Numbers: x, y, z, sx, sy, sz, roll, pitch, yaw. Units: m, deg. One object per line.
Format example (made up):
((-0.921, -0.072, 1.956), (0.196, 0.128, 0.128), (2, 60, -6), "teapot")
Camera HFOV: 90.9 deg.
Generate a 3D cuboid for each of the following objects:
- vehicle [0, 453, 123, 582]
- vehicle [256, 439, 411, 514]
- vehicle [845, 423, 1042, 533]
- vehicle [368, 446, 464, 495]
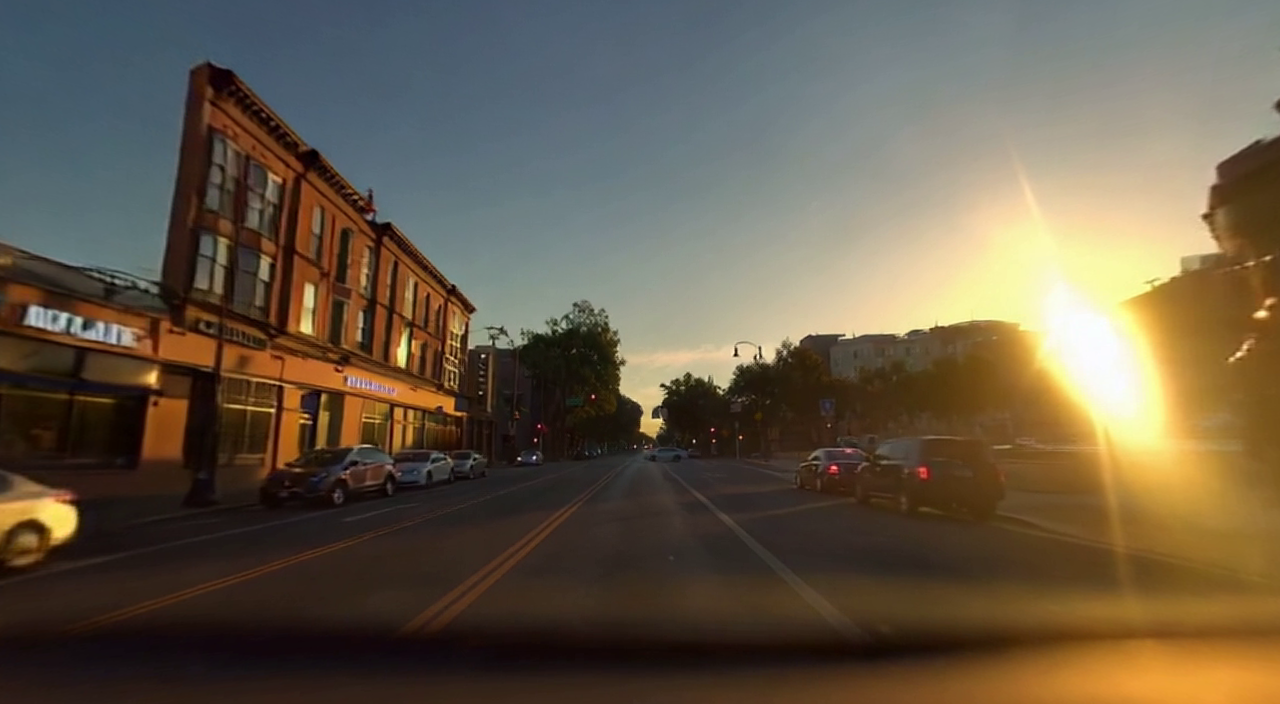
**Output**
((-8.898, 1.962, 7.257), (1.905, 1.576, 4.566), (-2, -11, 1), "vehicle")
((-8.790, 3.581, 18.694), (2.140, 1.861, 4.801), (-1, -9, 1), "vehicle")
((5.979, 2.505, 13.194), (1.922, 1.871, 4.477), (0, -8, 1), "vehicle")
((-8.870, 4.700, 25.499), (2.004, 1.709, 4.941), (0, -8, 1), "vehicle")
